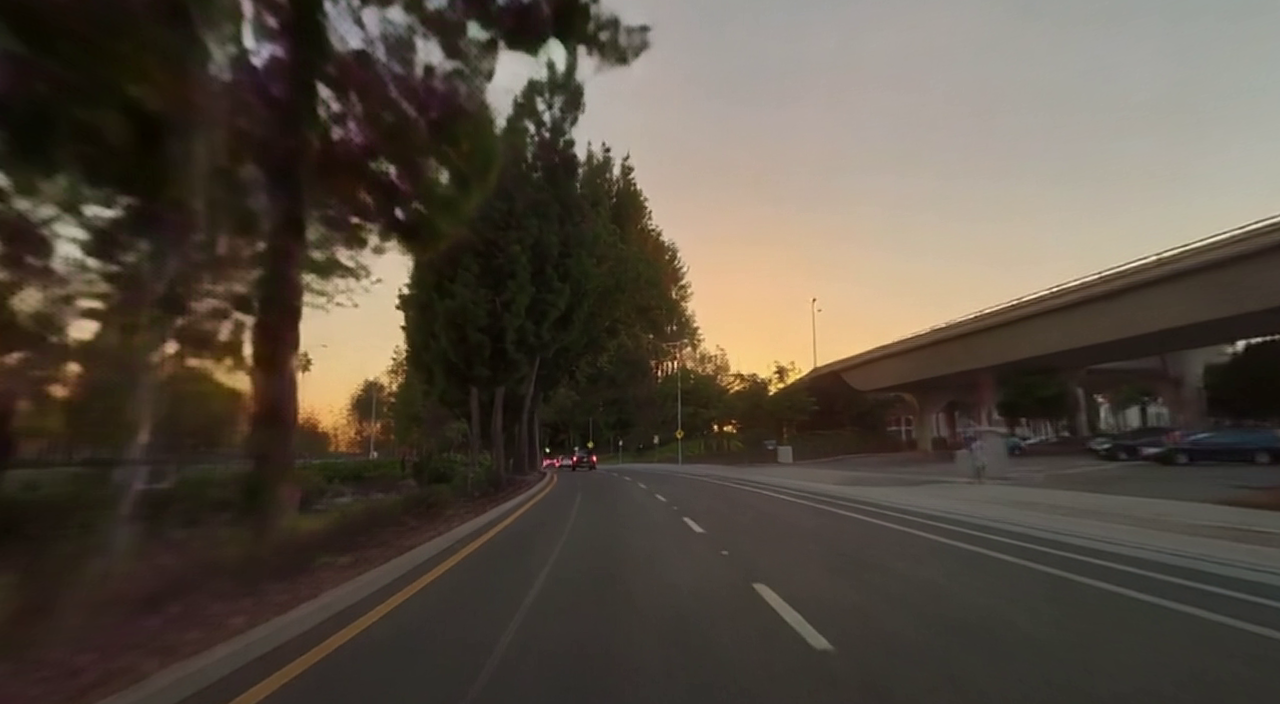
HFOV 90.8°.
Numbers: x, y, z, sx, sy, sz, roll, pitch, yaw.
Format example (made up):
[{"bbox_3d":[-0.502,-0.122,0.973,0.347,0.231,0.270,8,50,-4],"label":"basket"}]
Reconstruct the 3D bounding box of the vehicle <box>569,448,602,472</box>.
[{"bbox_3d":[-4.185,8.132,47.826,2.184,1.713,4.231,1,-9,-9],"label":"vehicle"}]
